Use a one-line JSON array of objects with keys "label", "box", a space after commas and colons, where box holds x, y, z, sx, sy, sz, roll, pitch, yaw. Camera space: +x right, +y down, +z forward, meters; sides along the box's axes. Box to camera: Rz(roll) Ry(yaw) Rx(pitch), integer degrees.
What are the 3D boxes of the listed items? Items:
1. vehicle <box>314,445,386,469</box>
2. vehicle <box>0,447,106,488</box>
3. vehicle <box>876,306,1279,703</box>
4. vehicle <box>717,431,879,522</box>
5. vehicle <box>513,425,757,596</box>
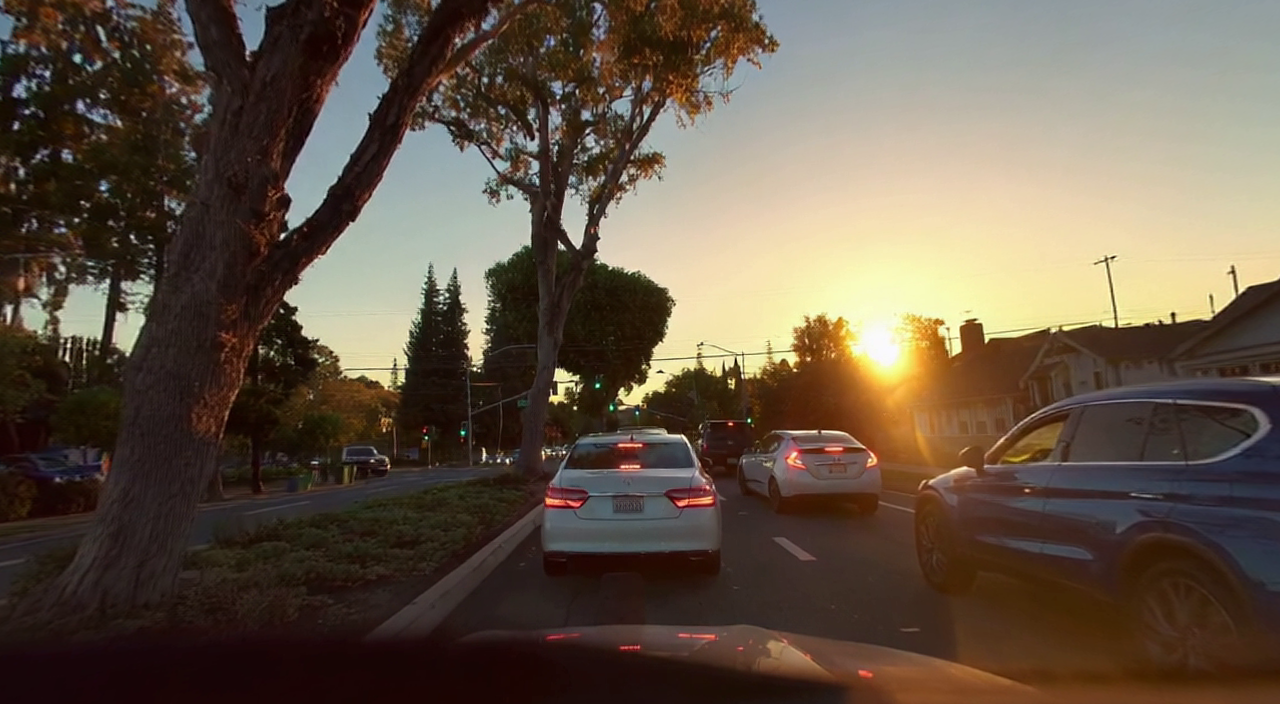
[{"label": "vehicle", "box": [-19.893, 7.201, 43.431, 3.957, 1.630, 1.881, 0, -8, 0]}, {"label": "vehicle", "box": [-22.523, 4.235, 23.310, 4.092, 1.438, 1.639, -1, -8, 1]}, {"label": "vehicle", "box": [3.368, 0.966, 4.011, 2.006, 1.766, 4.345, 0, -8, -1]}, {"label": "vehicle", "box": [2.958, 2.437, 13.003, 1.971, 1.517, 4.521, 0, -8, -3]}, {"label": "vehicle", "box": [-0.085, 1.732, 7.810, 2.186, 1.500, 4.141, 0, -8, -1]}]
